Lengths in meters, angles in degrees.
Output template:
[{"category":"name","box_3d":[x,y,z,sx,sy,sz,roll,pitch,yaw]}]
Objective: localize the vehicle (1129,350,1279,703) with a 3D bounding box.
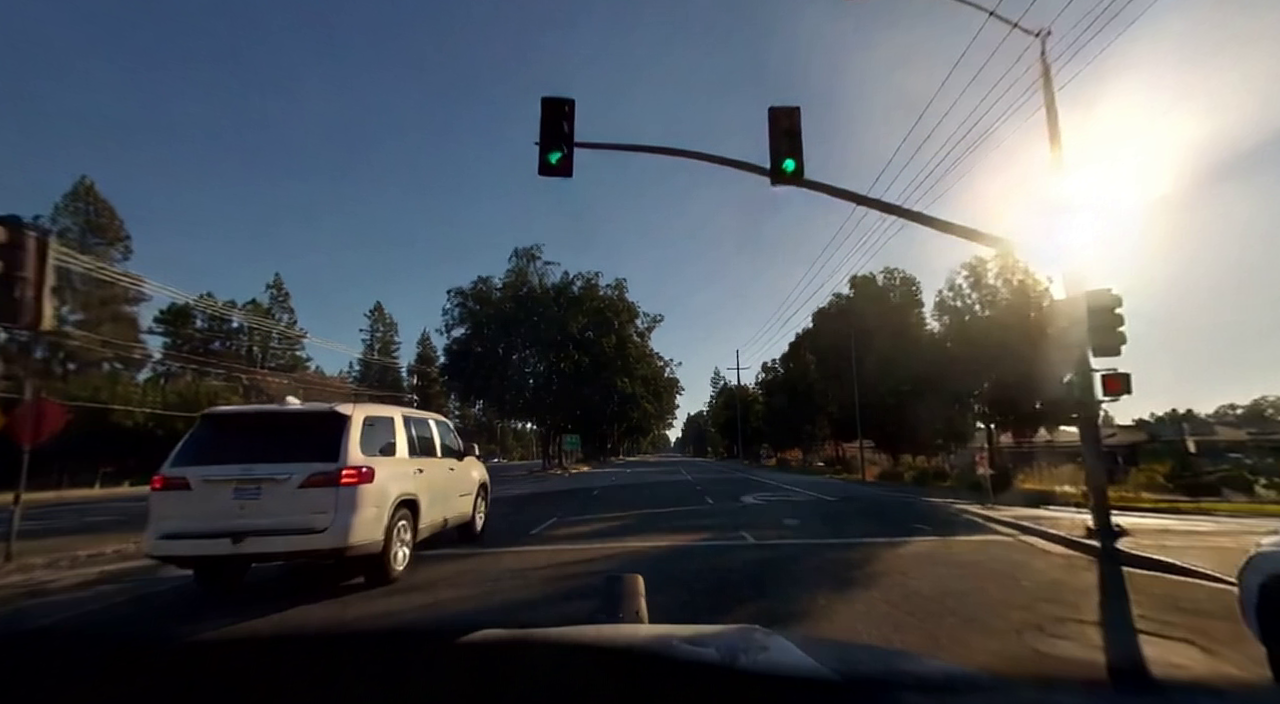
[{"category":"vehicle","box_3d":[3.569,0.632,1.031,2.056,1.703,4.305,0,-8,0]}]

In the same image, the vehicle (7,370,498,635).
[{"category":"vehicle","box_3d":[-3.522,1.519,7.514,2.374,1.985,5.391,0,-8,0]}]
